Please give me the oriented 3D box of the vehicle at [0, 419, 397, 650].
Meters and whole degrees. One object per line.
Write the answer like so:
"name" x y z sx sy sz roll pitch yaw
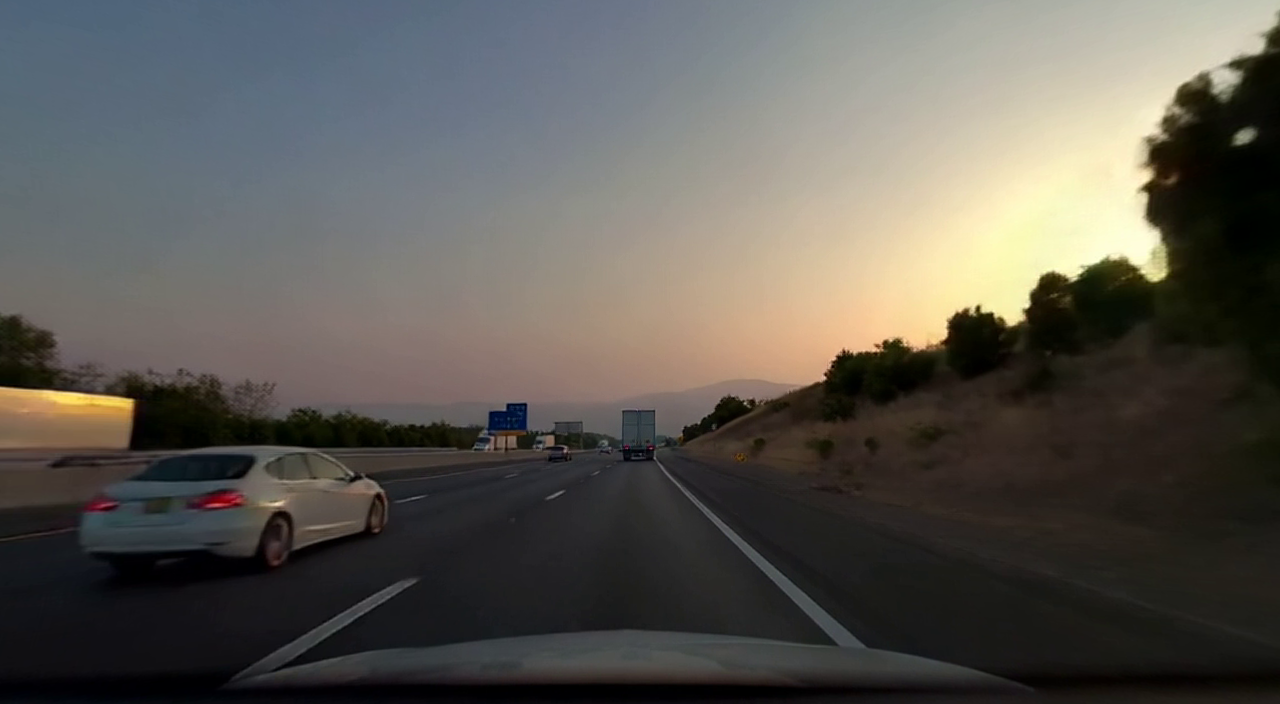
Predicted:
"vehicle" -4.194 1.520 6.199 2.024 1.515 3.907 0 -9 0

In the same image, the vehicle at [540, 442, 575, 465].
"vehicle" -6.330 7.899 49.108 2.067 1.676 4.789 0 -9 0
